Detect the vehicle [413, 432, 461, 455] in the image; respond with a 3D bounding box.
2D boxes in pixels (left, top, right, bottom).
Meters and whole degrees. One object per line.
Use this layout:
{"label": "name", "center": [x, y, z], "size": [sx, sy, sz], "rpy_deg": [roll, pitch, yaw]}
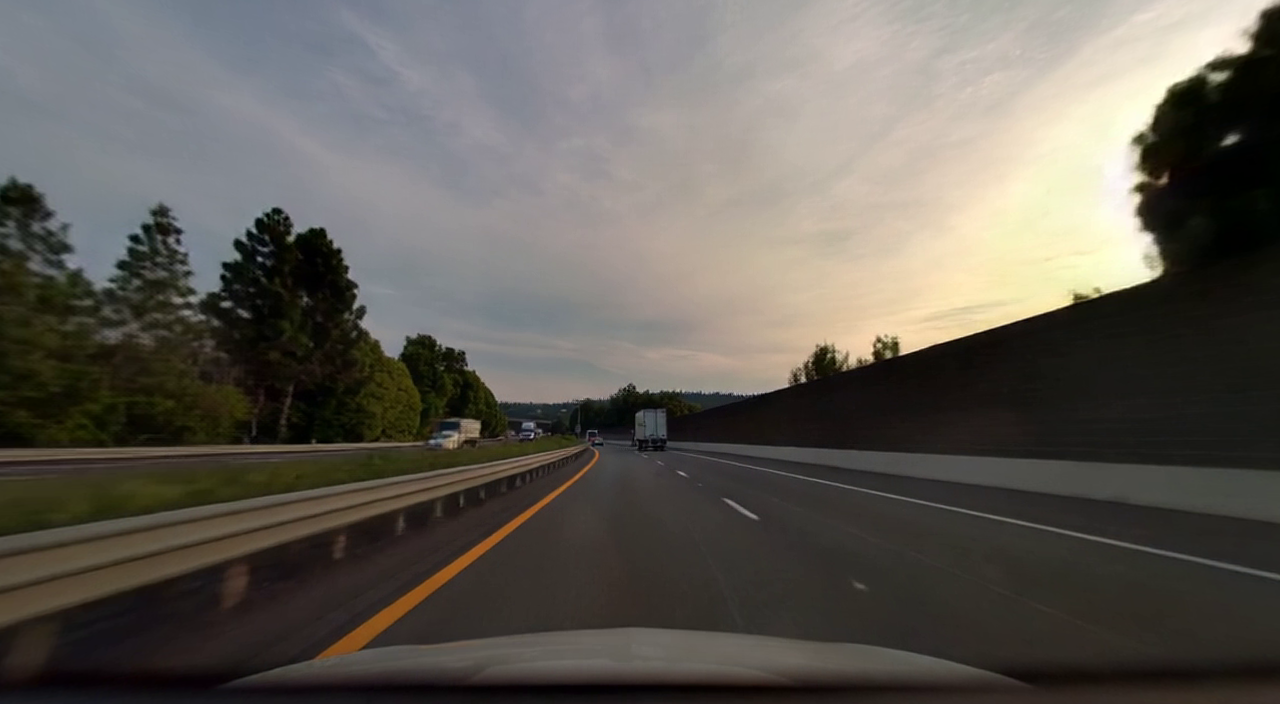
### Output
{"label": "vehicle", "center": [-14.064, 6.368, 43.950], "size": [2.027, 1.507, 4.580], "rpy_deg": [0, -8, -3]}
